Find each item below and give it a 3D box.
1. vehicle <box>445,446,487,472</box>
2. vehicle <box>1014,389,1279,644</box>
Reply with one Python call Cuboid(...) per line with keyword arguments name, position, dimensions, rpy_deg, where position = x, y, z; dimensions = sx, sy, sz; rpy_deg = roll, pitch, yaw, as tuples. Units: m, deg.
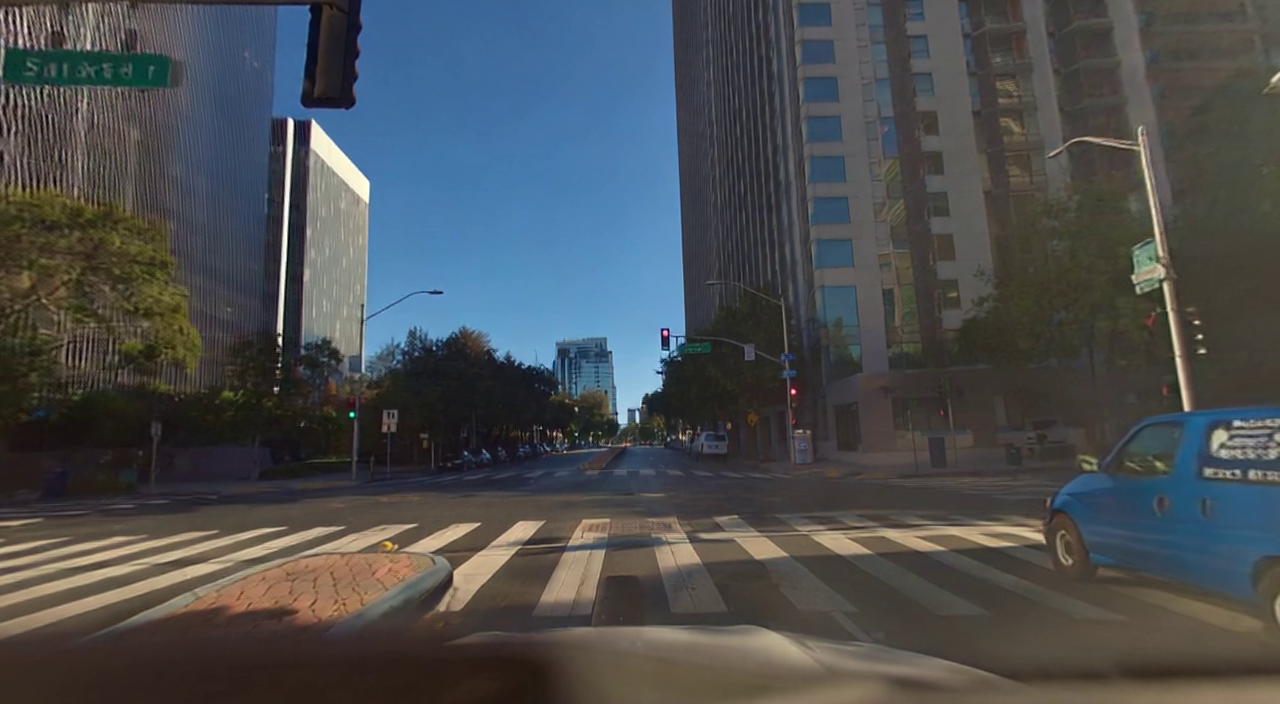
Cuboid(name="vehicle", position=(-12.452, 7.629, 45.374), dimensions=(1.935, 1.639, 4.244), rpy_deg=(-3, -8, -2))
Cuboid(name="vehicle", position=(5.598, 1.252, 5.051), dimensions=(2.070, 1.804, 4.881), rpy_deg=(0, -8, -2))
